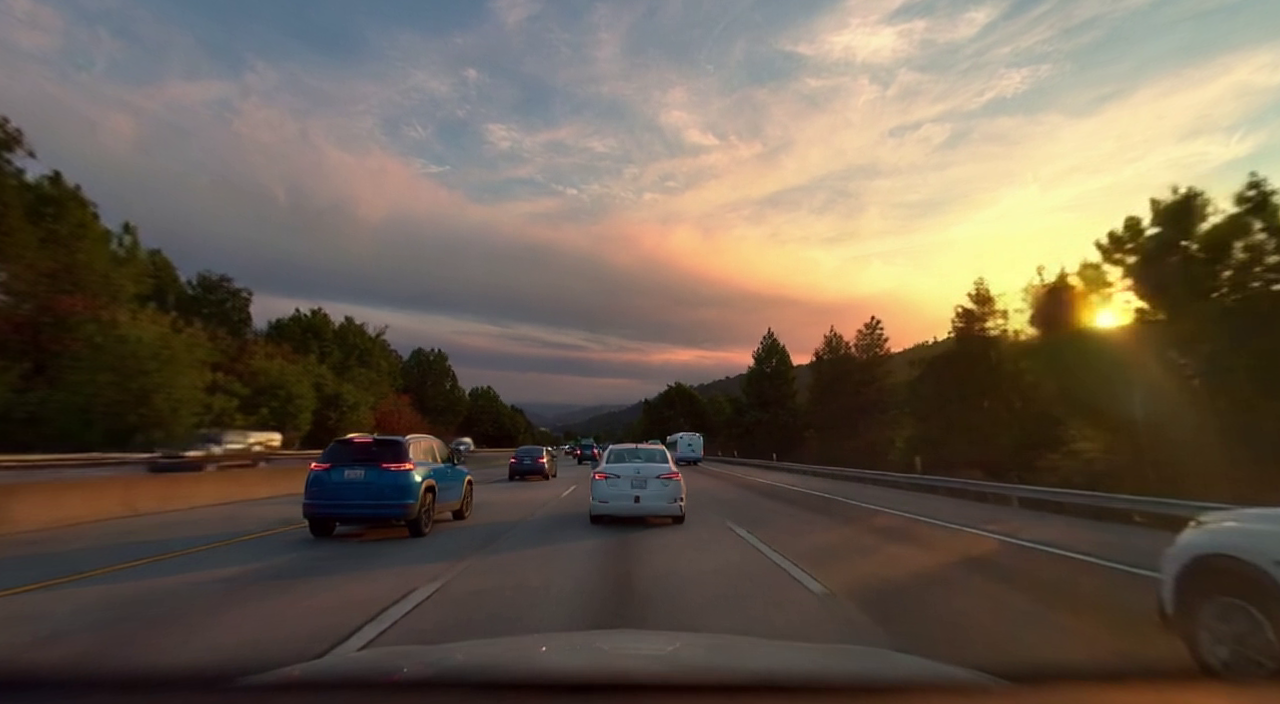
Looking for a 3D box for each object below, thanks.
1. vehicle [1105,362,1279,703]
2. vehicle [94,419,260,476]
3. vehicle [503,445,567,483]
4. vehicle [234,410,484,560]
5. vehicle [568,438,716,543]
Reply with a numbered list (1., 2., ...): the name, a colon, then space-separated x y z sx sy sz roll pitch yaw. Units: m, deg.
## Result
1. vehicle: 3.741 0.705 1.474 1.996 1.688 4.207 0 -9 -1
2. vehicle: -13.267 2.794 18.436 1.780 1.470 4.118 0 -9 -2
3. vehicle: -4.427 4.786 27.143 2.122 1.491 3.800 0 -9 -1
4. vehicle: -3.756 1.856 9.398 1.830 1.703 4.142 0 -9 -1
5. vehicle: -0.035 2.316 11.177 2.120 1.478 4.179 0 -9 -2
